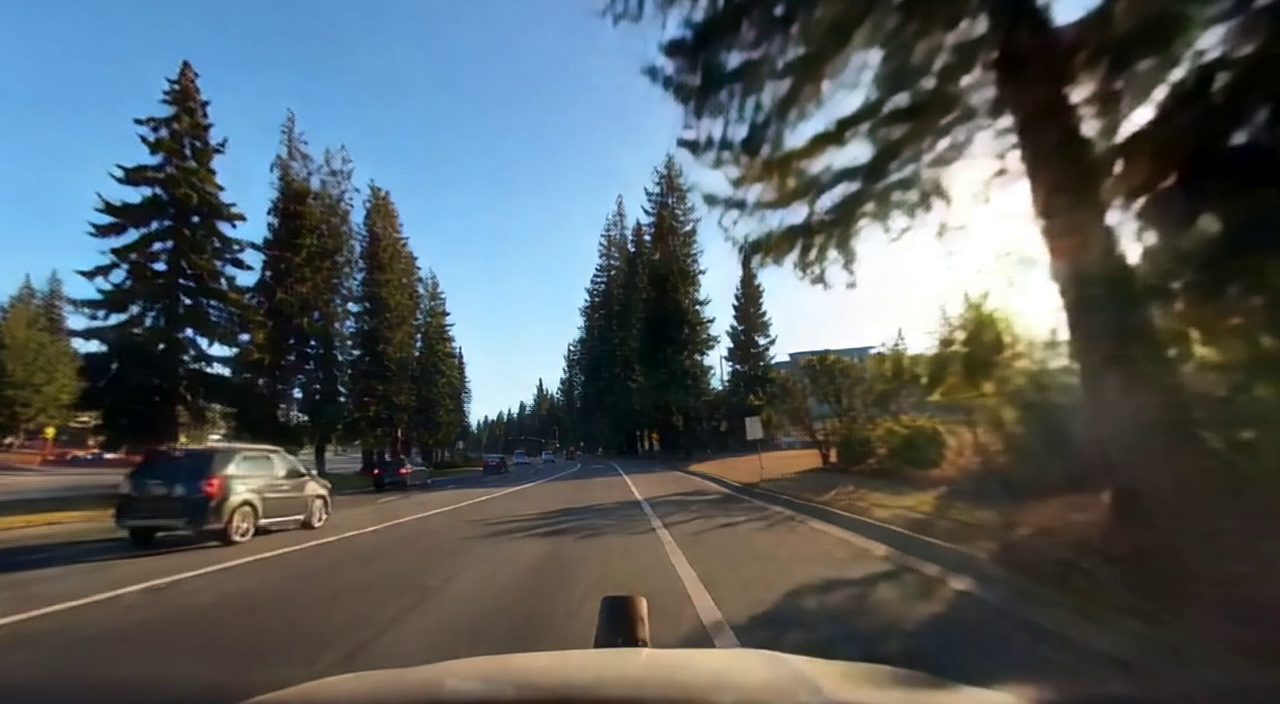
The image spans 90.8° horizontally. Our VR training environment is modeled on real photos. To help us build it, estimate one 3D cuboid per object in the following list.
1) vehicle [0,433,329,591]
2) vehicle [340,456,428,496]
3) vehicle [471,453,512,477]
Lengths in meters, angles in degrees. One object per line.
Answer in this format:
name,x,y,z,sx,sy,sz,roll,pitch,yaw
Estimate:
vehicle,-7.068,2.134,9.470,2.210,1.737,4.649,-1,-8,3
vehicle,-10.839,5.241,27.118,1.781,1.476,4.513,0,-8,2
vehicle,-10.800,8.242,46.209,1.886,1.535,4.742,0,-8,-1
